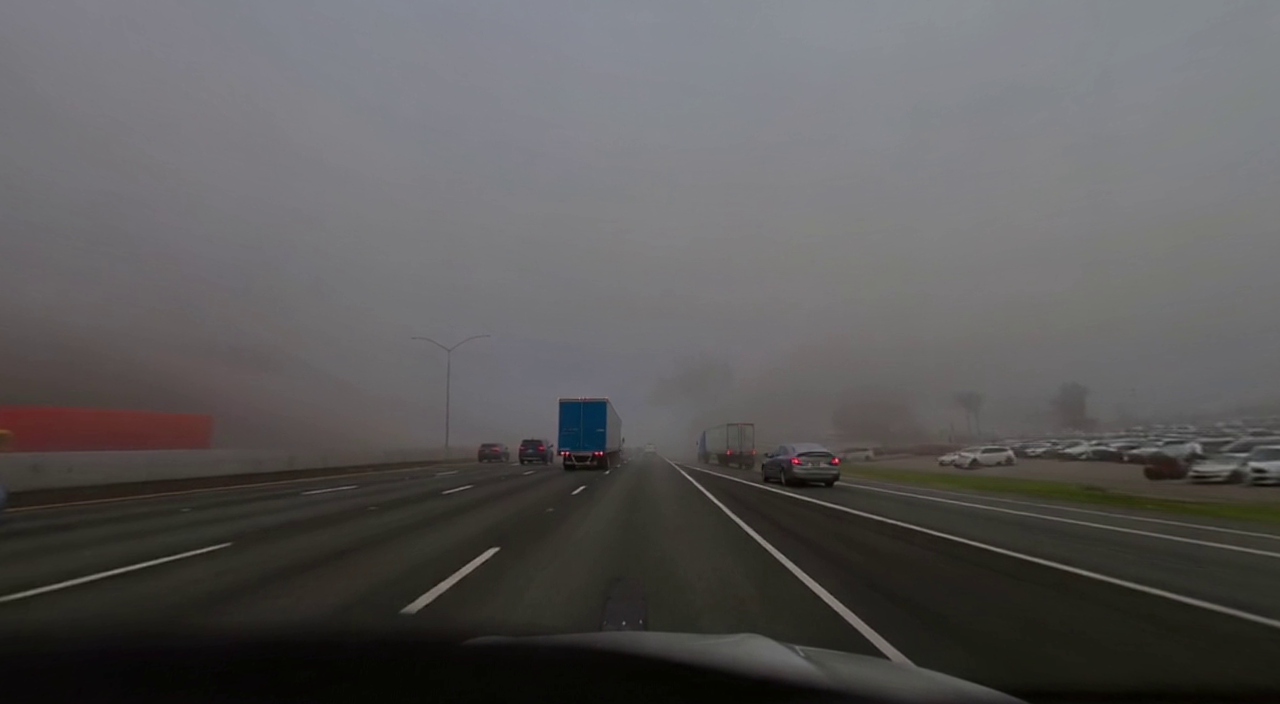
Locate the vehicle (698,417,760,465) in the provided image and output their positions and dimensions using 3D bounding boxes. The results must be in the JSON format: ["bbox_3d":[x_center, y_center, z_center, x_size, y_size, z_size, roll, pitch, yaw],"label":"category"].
[{"bbox_3d":[6.453,6.722,47.499,2.960,3.202,9.112,0,-8,-2],"label":"vehicle"}]

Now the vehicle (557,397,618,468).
[{"bbox_3d":[-3.238,5.538,42.759,2.905,4.037,12.921,0,-8,1],"label":"vehicle"}]

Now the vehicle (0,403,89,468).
[{"bbox_3d":[-36.644,4.896,36.668,2.996,3.563,6.592,0,-8,1],"label":"vehicle"}]

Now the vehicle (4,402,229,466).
[{"bbox_3d":[-36.567,6.046,45.749,2.850,3.832,15.624,0,-8,1],"label":"vehicle"}]

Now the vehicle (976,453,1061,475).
[{"bbox_3d":[26.857,7.953,44.817,4.749,1.482,2.061,0,-8,-4],"label":"vehicle"}]

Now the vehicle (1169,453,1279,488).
[{"bbox_3d":[27.261,5.393,28.877,4.388,1.500,1.913,0,-8,-4],"label":"vehicle"}]

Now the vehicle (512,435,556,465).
[{"bbox_3d":[-6.914,6.440,41.500,2.058,1.840,4.443,0,-8,1],"label":"vehicle"}]

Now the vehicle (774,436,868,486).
[{"bbox_3d":[6.740,4.094,24.023,2.083,1.706,4.129,0,-8,-4],"label":"vehicle"}]
